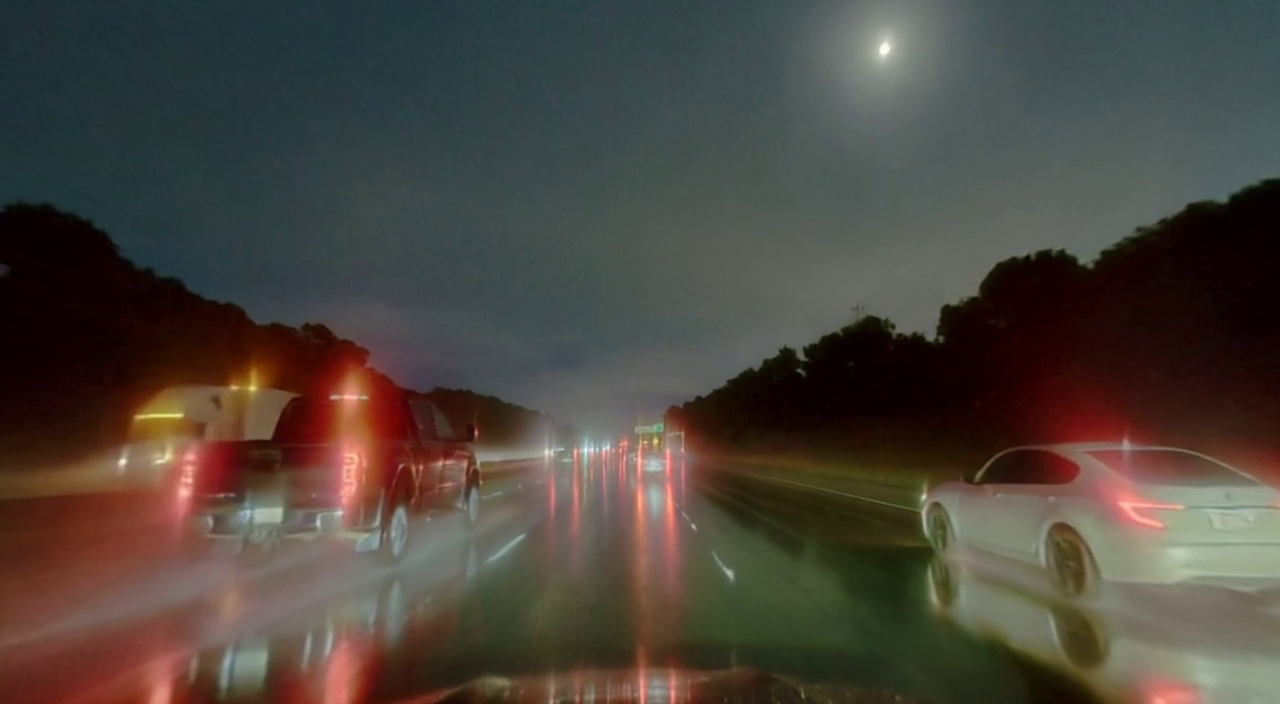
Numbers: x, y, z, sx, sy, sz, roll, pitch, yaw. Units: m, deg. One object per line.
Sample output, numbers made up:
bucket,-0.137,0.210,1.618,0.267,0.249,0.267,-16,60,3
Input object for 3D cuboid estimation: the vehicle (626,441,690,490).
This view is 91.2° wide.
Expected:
vehicle,0.539,3.918,21.949,2.015,1.526,4.286,0,-9,-1

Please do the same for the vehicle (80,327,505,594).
vehicle,-3.837,1.431,8.851,2.523,2.458,6.022,0,-9,0

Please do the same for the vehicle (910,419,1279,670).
vehicle,4.428,1.467,5.864,1.961,1.491,4.035,0,-9,-1

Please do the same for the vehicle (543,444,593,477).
vehicle,-3.522,5.372,31.295,1.940,1.502,4.463,0,-9,0
